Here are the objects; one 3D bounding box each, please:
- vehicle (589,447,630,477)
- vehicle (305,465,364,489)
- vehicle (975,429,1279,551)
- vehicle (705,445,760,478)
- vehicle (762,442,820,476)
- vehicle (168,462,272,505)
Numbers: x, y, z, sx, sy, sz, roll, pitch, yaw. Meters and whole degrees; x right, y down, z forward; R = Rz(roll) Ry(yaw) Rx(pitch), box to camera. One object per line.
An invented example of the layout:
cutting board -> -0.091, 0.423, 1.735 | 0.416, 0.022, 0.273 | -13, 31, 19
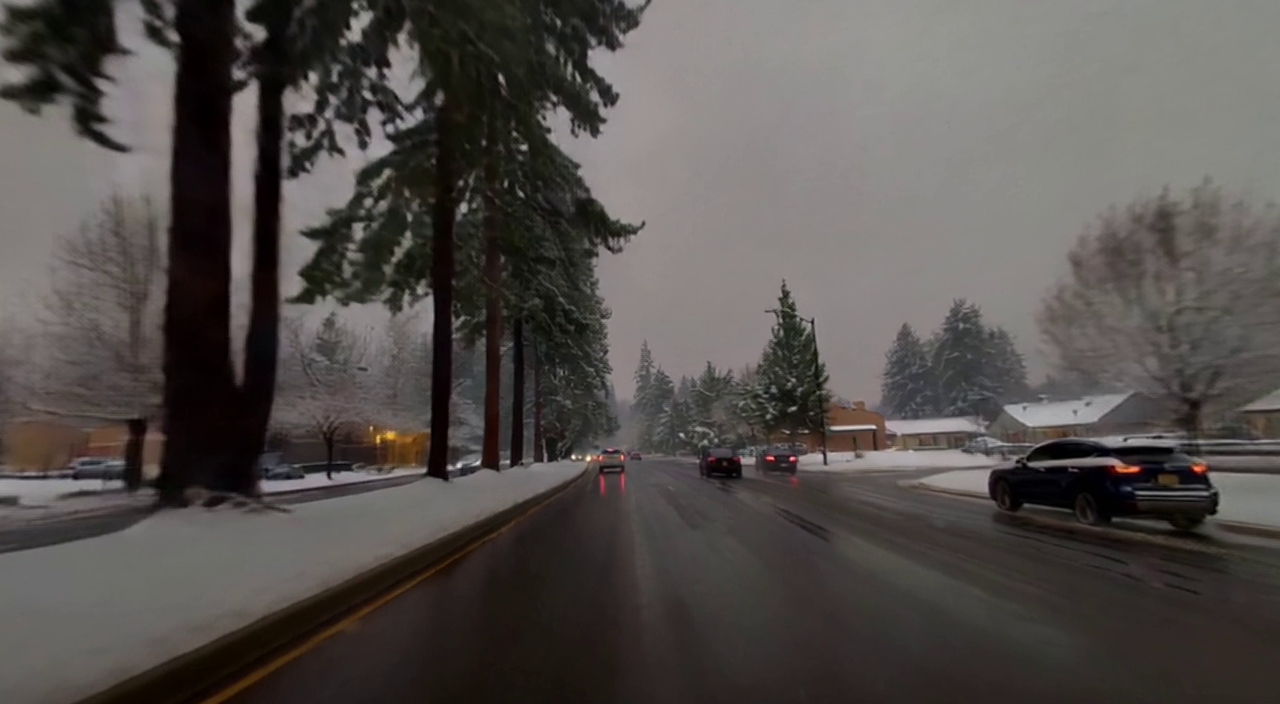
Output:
vehicle -> -1.669, 5.884, 33.960 | 2.077, 1.477, 3.897 | 0, -8, -3
vehicle -> -19.960, 8.156, 41.401 | 1.769, 1.344, 3.947 | -1, -8, 2
vehicle -> 7.704, 2.078, 10.306 | 1.888, 1.508, 4.646 | 0, -8, 0
vehicle -> 4.375, 5.234, 30.498 | 2.020, 1.472, 3.958 | 0, -8, -1
vehicle -> 8.037, 5.699, 34.000 | 1.945, 1.687, 4.292 | 0, -8, -1
vehicle -> -19.655, 6.140, 29.856 | 2.013, 1.655, 4.604 | -2, -8, -4
